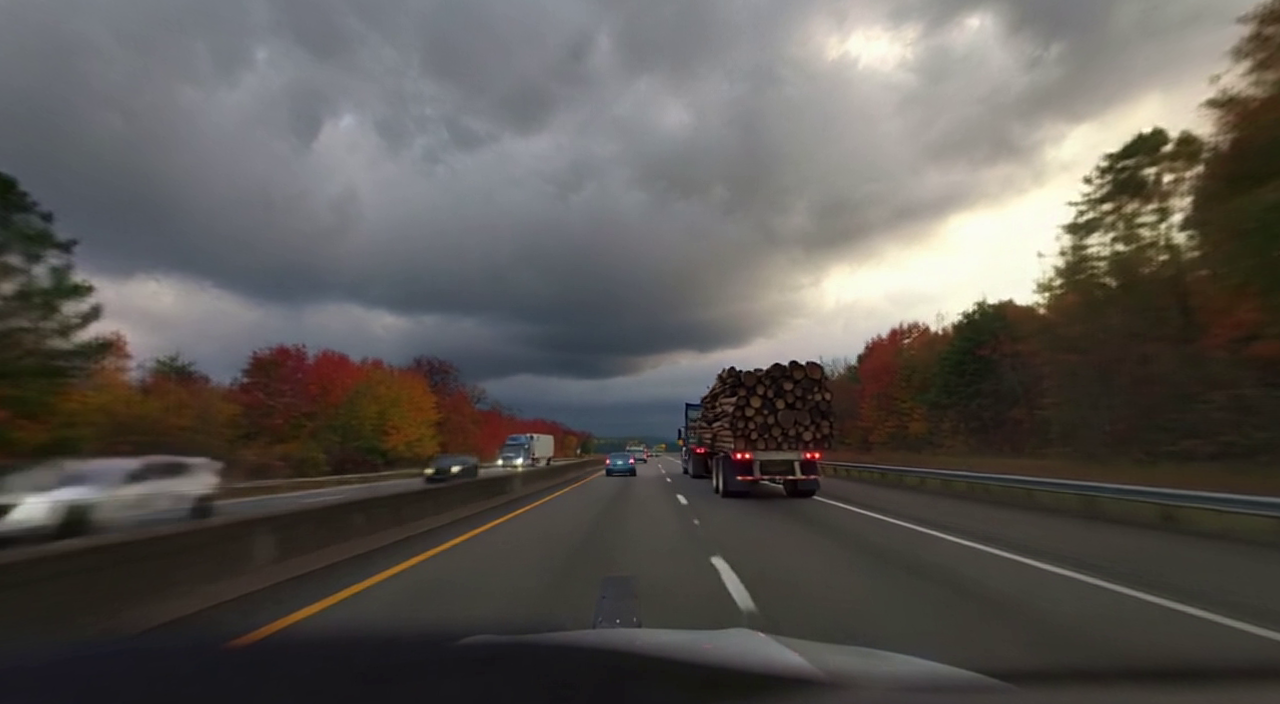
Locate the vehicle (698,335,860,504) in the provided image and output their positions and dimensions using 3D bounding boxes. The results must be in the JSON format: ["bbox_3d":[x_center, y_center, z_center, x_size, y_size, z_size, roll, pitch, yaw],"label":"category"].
[{"bbox_3d":[3.592,2.184,18.825,3.004,3.923,8.363,-1,-9,1],"label":"vehicle"}]

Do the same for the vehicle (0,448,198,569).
[{"bbox_3d":[-9.658,2.347,9.909,1.946,1.628,4.553,-1,-9,1],"label":"vehicle"}]

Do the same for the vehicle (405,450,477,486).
[{"bbox_3d":[-9.645,5.630,30.754,1.979,1.587,4.372,-1,-9,2],"label":"vehicle"}]

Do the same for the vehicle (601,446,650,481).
[{"bbox_3d":[-0.607,5.199,29.557,2.099,1.506,4.097,-1,-9,1],"label":"vehicle"}]
